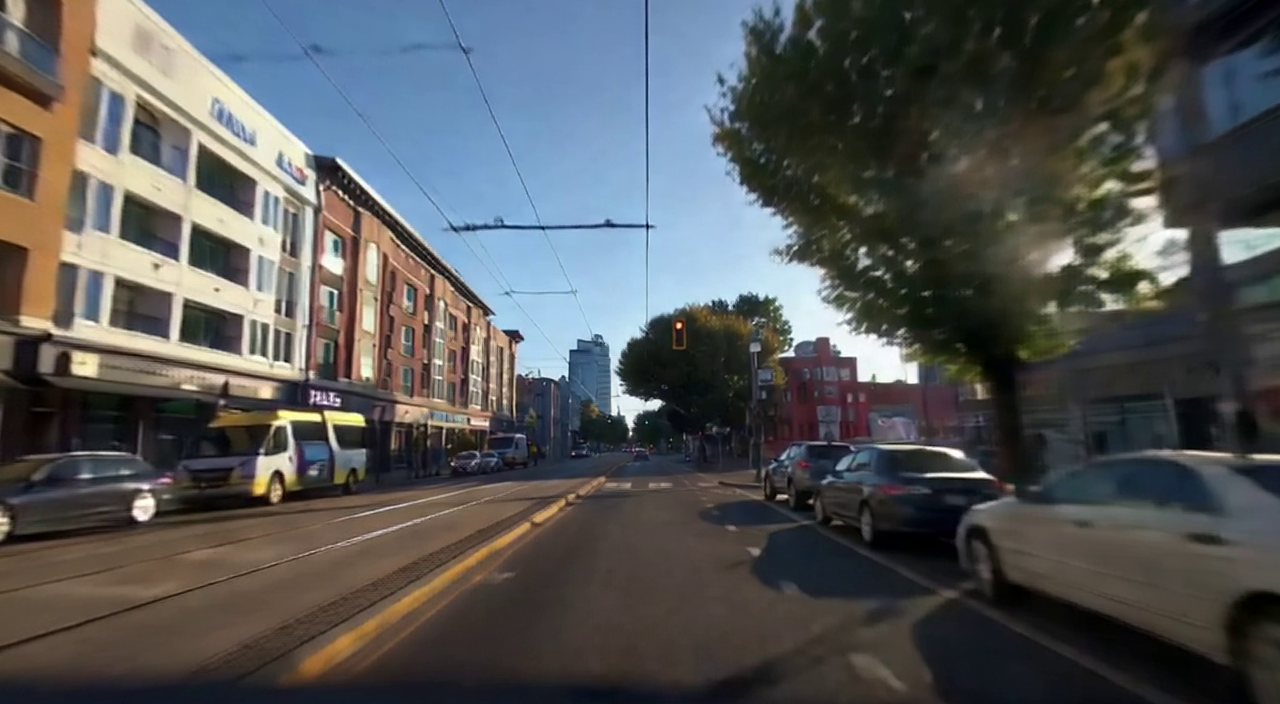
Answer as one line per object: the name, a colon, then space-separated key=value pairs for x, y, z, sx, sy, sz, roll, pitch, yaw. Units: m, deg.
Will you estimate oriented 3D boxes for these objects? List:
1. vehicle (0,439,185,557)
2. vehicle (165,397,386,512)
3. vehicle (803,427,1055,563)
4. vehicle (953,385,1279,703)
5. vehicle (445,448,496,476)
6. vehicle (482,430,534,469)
vehicle: x=-10.012 y=2.255 z=10.229 sx=1.837 sy=1.668 sz=4.354 roll=-1 pitch=-8 yaw=2
vehicle: x=-10.059 y=2.942 z=18.369 sx=2.291 sy=2.745 sz=6.492 roll=-1 pitch=-9 yaw=2
vehicle: x=3.786 y=1.913 z=9.213 sx=1.752 sy=1.510 sz=4.191 roll=0 pitch=-8 yaw=1
vehicle: x=3.676 y=1.040 z=3.552 sx=1.815 sy=1.537 sz=3.799 roll=0 pitch=-9 yaw=0
vehicle: x=-9.719 y=6.328 z=36.410 sx=1.897 sy=1.464 sz=4.209 roll=0 pitch=-8 yaw=-2
vehicle: x=-10.028 y=7.493 z=48.633 sx=2.378 sy=2.765 sz=7.920 roll=0 pitch=-8 yaw=0
